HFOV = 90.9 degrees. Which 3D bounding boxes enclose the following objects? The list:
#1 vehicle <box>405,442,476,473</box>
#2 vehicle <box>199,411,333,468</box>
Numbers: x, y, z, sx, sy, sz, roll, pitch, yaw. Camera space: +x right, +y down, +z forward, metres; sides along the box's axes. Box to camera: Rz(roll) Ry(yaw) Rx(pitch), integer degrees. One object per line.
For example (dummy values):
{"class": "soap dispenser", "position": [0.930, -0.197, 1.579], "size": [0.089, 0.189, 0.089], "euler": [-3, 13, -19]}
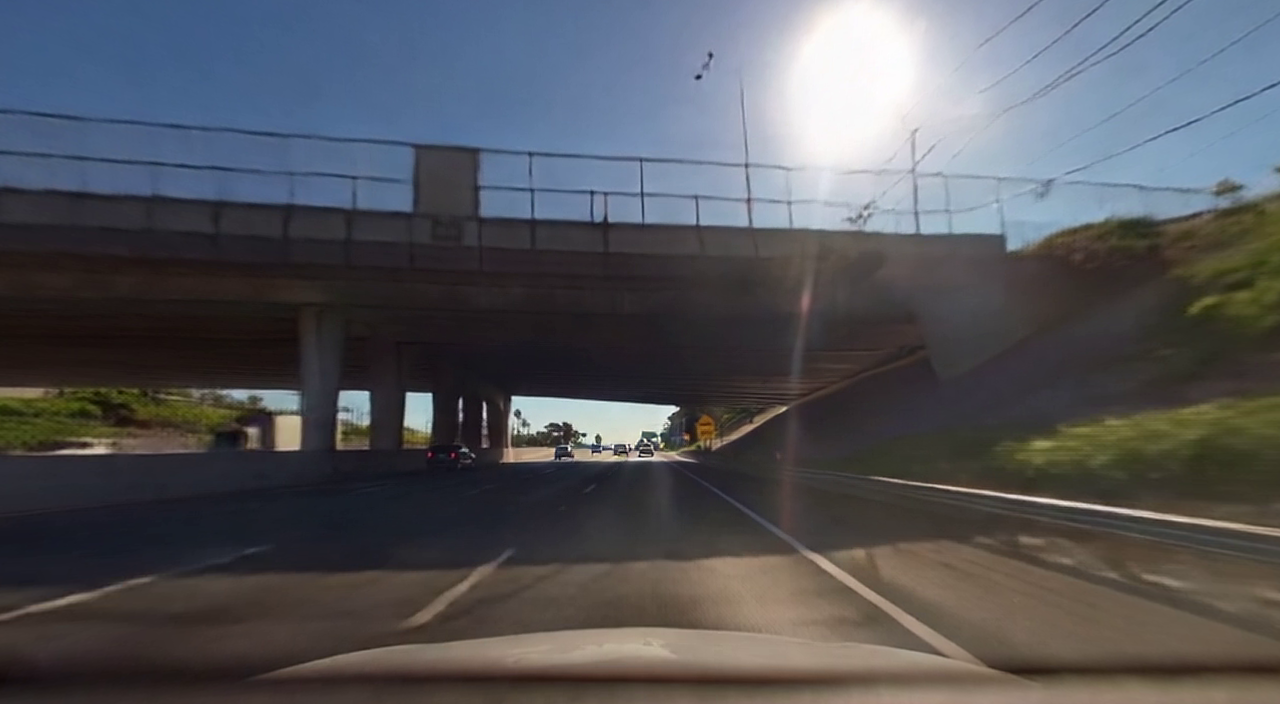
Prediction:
{"class": "vehicle", "position": [-10.076, 5.362, 32.256], "size": [2.056, 1.476, 4.562], "euler": [0, -8, 1]}
{"class": "vehicle", "position": [-26.991, 6.489, 46.501], "size": [2.930, 3.623, 11.033], "euler": [0, -8, 1]}
